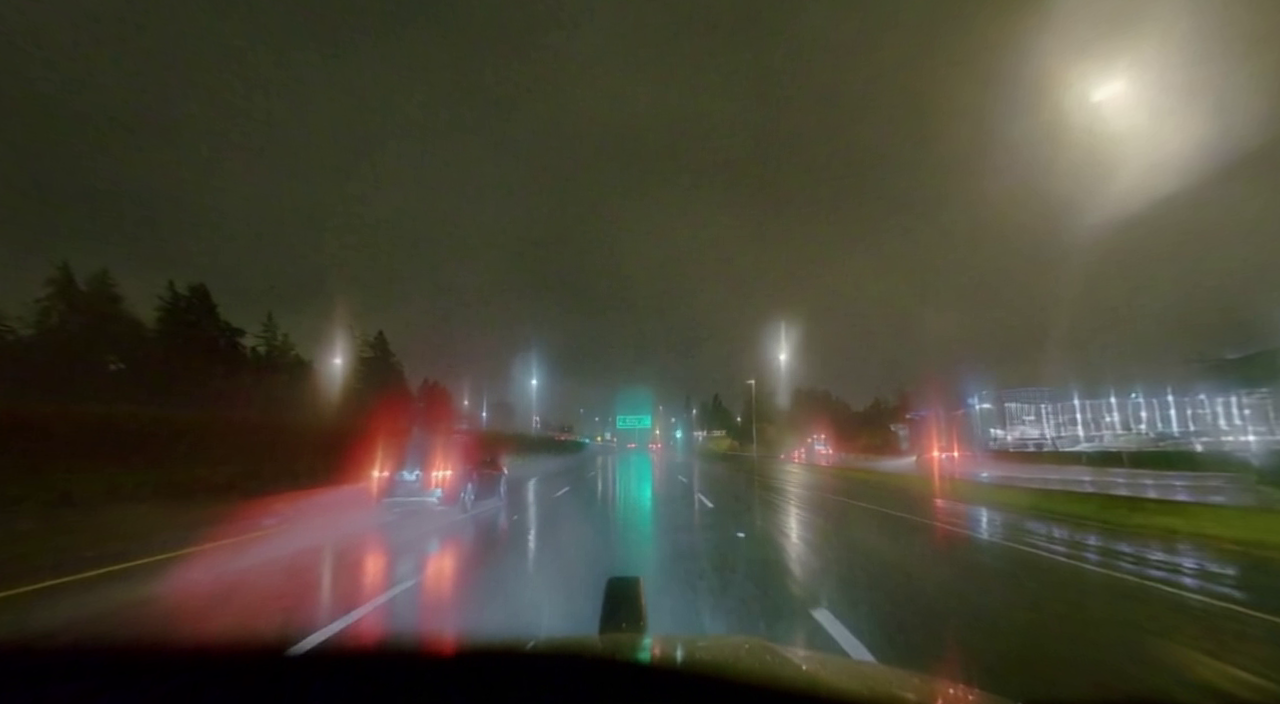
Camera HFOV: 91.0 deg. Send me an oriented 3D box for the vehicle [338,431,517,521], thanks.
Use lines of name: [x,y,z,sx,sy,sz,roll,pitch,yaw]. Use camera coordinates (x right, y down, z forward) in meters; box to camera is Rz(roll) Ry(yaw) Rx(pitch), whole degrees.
vehicle: [-3.936,2.358,12.623,1.934,1.451,4.544,0,-8,1]
